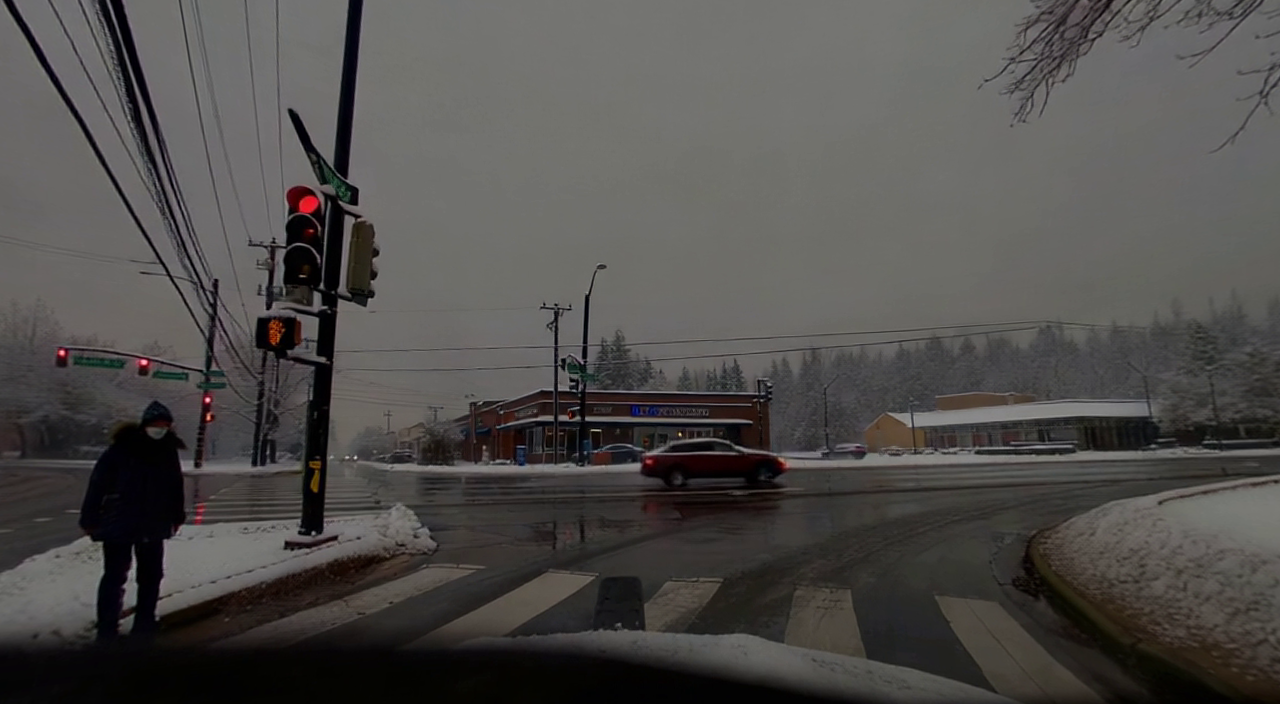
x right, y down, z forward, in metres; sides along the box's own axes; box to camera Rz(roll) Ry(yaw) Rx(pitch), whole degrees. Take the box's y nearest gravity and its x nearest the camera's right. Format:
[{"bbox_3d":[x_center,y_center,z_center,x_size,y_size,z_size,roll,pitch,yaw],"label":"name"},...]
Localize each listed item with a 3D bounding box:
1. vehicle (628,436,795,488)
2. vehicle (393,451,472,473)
[{"bbox_3d":[2.158,3.390,19.684,4.700,1.479,2.095,2,-9,-13],"label":"vehicle"},{"bbox_3d":[-14.080,7.450,43.018,4.837,1.407,1.818,4,-9,-26],"label":"vehicle"}]
